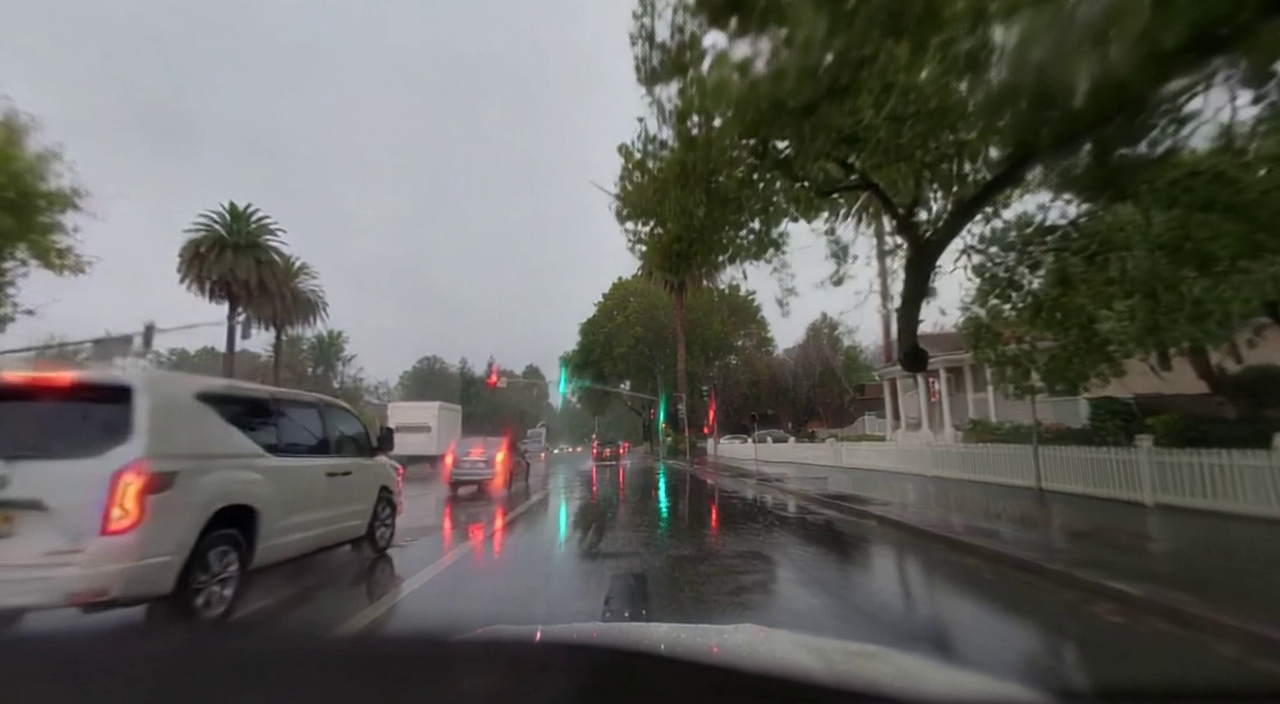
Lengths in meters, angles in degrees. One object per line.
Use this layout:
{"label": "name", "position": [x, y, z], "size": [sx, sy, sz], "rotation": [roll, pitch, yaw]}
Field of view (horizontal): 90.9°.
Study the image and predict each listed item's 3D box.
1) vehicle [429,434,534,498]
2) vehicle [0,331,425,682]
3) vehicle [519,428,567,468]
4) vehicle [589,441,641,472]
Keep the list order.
{"label": "vehicle", "position": [-4.009, 2.941, 16.671], "size": [1.709, 1.425, 4.337], "rotation": [-1, -8, -1]}
{"label": "vehicle", "position": [-3.973, 1.175, 5.906], "size": [2.144, 1.877, 4.899], "rotation": [-1, -8, 1]}
{"label": "vehicle", "position": [-4.916, 4.944, 32.543], "size": [2.032, 1.852, 4.571], "rotation": [-1, -8, -4]}
{"label": "vehicle", "position": [-1.216, 4.616, 28.157], "size": [2.131, 1.222, 3.868], "rotation": [0, -8, -5]}
